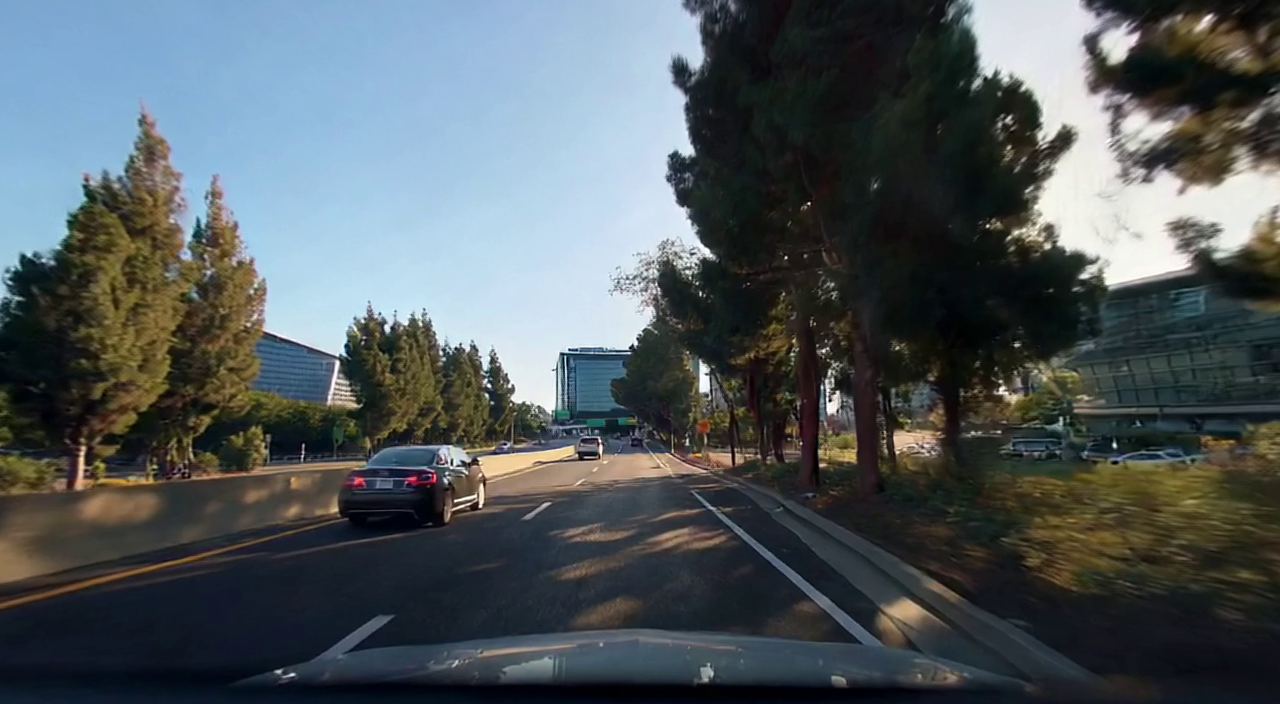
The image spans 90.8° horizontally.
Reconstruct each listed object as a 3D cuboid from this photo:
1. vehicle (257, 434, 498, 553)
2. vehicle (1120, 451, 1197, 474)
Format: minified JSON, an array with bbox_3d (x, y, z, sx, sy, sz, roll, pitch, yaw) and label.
[{"bbox_3d":[-3.919,2.171,10.540,1.984,1.521,4.682,0,-8,0],"label":"vehicle"},{"bbox_3d":[38.175,8.106,46.528,4.389,1.446,1.938,-1,-8,-13],"label":"vehicle"}]
